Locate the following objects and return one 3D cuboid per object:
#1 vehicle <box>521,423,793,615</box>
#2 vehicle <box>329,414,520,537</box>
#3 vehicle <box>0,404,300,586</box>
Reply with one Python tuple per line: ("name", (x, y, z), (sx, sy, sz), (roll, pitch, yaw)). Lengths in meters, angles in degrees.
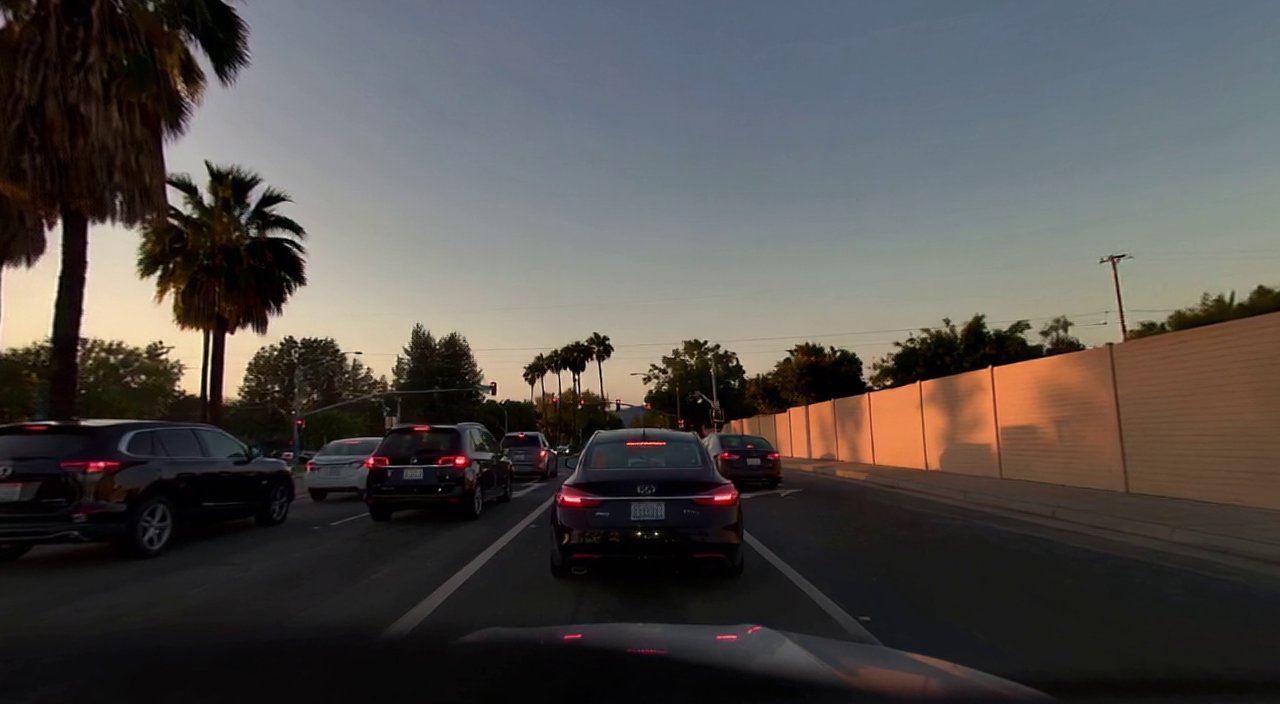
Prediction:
("vehicle", (0.070, 1.625, 7.145), (2.128, 1.473, 4.272), (0, -8, -2))
("vehicle", (-3.484, 2.075, 11.186), (2.007, 1.746, 4.136), (0, -8, -2))
("vehicle", (-6.676, 1.700, 8.317), (1.963, 1.721, 4.467), (0, -8, -2))
